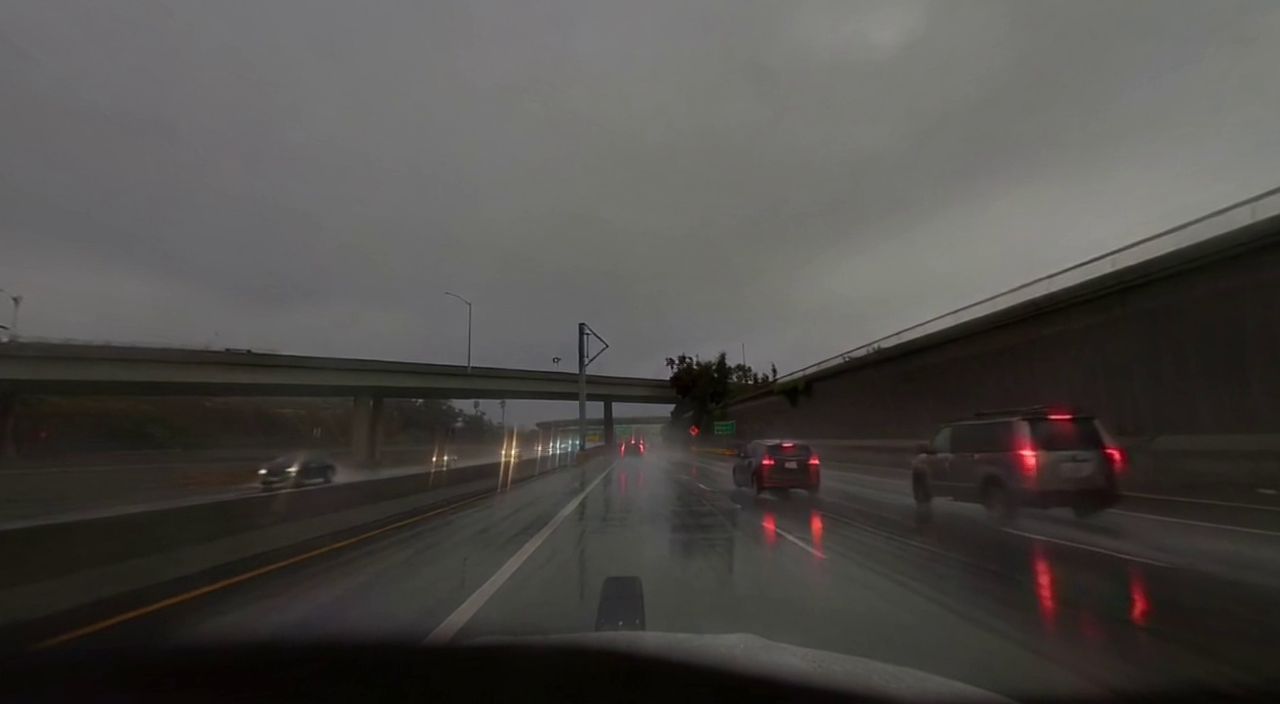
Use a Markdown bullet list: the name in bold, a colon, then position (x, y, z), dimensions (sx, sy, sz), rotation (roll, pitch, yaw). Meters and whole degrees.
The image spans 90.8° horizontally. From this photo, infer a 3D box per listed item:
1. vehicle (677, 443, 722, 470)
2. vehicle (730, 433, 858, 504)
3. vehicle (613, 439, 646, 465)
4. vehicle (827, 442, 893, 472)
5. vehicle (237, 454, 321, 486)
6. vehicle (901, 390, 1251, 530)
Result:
- **vehicle**: position (3.384, 6.018, 36.586), dimensions (1.967, 1.423, 4.503), rotation (0, -8, -2)
- **vehicle**: position (3.806, 2.977, 16.655), dimensions (2.005, 1.585, 4.863), rotation (0, -8, -2)
- **vehicle**: position (-0.761, 7.152, 45.439), dimensions (2.256, 1.743, 4.189), rotation (0, -8, -1)
- **vehicle**: position (11.434, 5.467, 33.131), dimensions (1.852, 1.463, 4.156), rotation (0, -8, -1)
- **vehicle**: position (-19.009, 6.209, 33.524), dimensions (1.812, 1.471, 4.520), rotation (0, -8, 0)
- **vehicle**: position (7.648, 2.023, 12.311), dimensions (2.448, 2.042, 5.959), rotation (0, -8, -1)
